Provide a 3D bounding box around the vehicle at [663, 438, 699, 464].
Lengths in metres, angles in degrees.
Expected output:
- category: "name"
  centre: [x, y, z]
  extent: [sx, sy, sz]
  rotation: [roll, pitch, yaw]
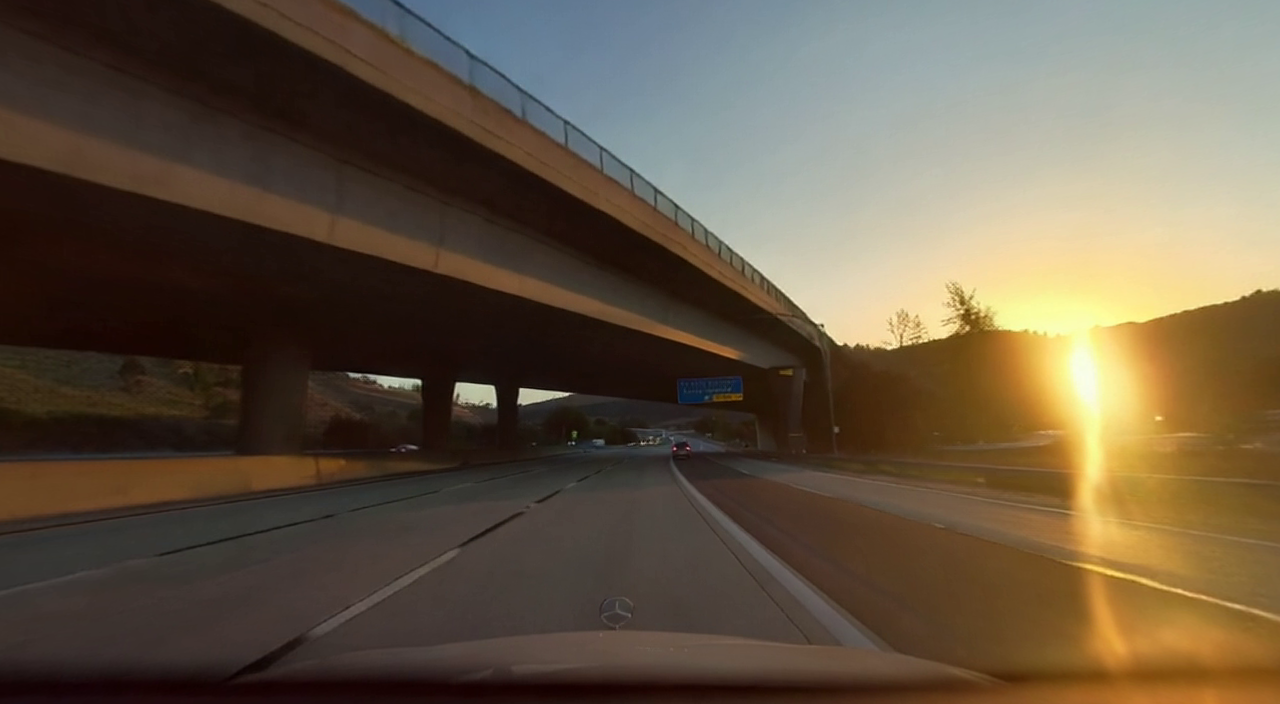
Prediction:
- category: "vehicle"
  centre: [2.881, 7.125, 45.502]
  extent: [2.224, 1.738, 4.376]
  rotation: [0, -8, -1]
